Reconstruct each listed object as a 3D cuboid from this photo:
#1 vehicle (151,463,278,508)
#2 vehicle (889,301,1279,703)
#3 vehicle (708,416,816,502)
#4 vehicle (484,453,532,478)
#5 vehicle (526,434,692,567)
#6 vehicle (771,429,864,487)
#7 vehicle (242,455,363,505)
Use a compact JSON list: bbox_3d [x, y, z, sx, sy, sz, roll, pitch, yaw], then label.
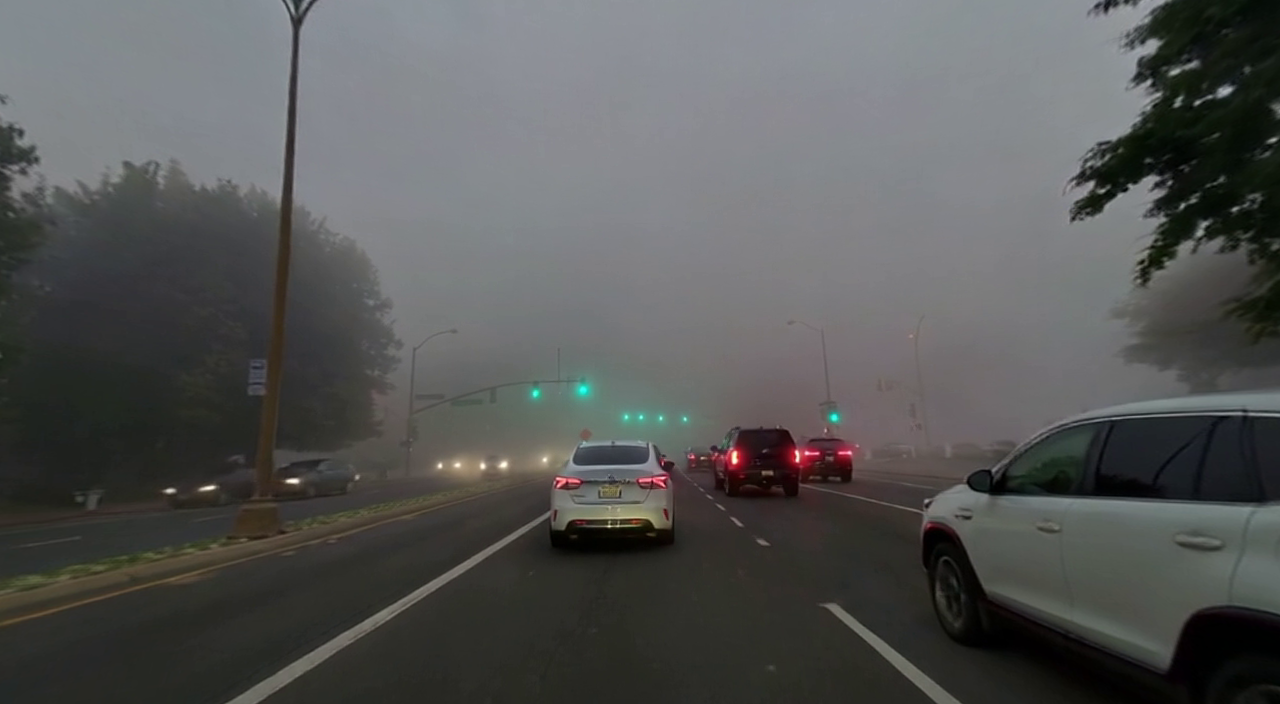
[{"bbox_3d":[-16.284,5.099,24.341,1.853,1.485,4.221,0,-9,1],"label":"vehicle"},{"bbox_3d":[3.264,1.001,3.470,1.982,1.960,4.427,0,-9,1],"label":"vehicle"},{"bbox_3d":[3.851,3.540,21.151,2.516,2.481,5.766,0,-9,1],"label":"vehicle"},{"bbox_3d":[-8.434,7.275,40.546,2.050,1.498,4.238,0,-9,2],"label":"vehicle"},{"bbox_3d":[-0.362,2.198,10.079,2.111,1.676,4.018,0,-9,1],"label":"vehicle"},{"bbox_3d":[7.596,4.607,27.630,2.627,2.252,5.236,0,-9,1],"label":"vehicle"},{"bbox_3d":[-12.533,4.752,23.715,1.926,1.598,4.509,0,-9,2],"label":"vehicle"}]
